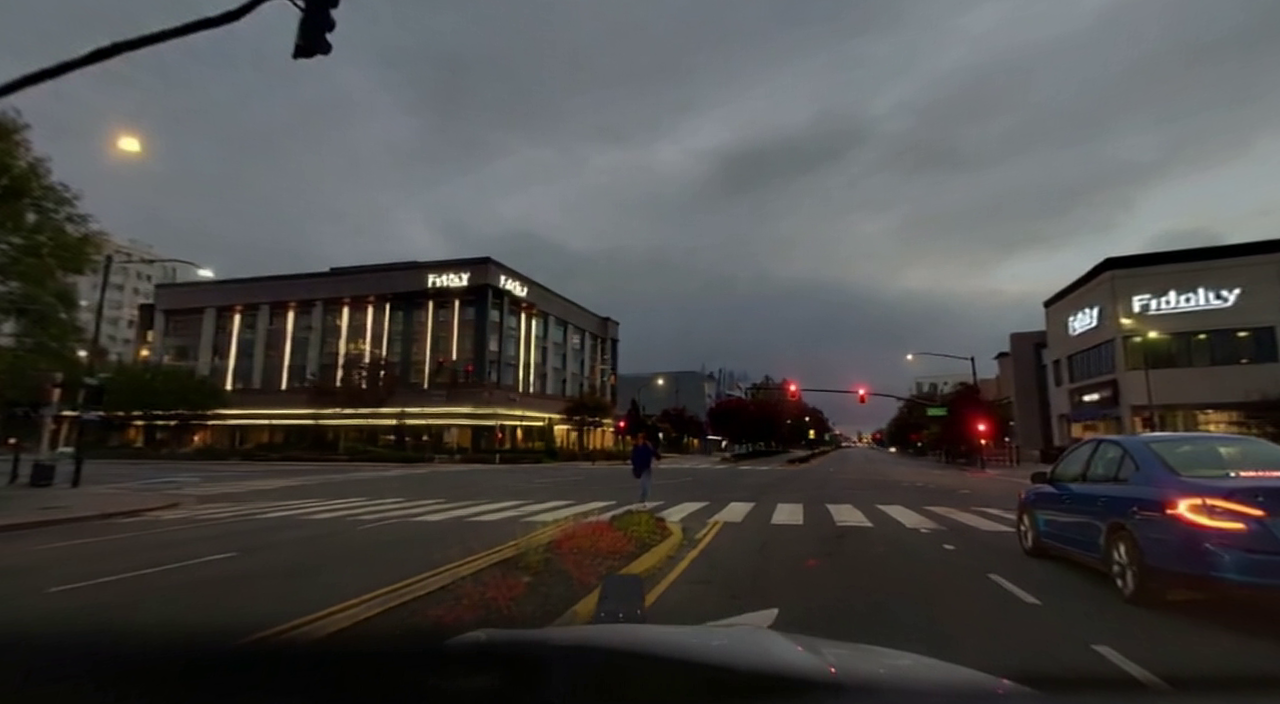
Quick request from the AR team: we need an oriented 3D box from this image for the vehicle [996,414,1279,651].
[{"bbox_3d":[5.370,1.525,6.281,2.067,1.625,4.073,-2,-9,14],"label":"vehicle"}]
